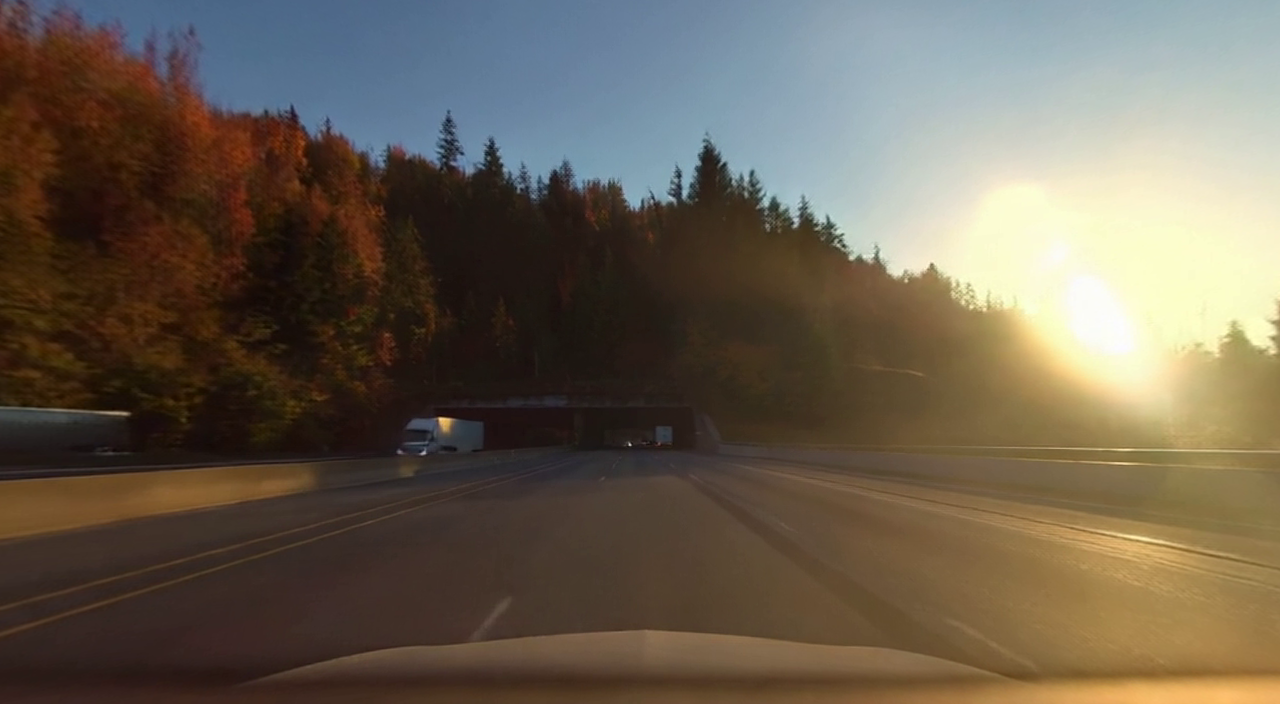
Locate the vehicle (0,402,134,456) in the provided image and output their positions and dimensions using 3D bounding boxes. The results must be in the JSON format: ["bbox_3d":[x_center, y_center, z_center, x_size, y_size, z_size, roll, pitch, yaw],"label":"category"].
[{"bbox_3d":[-47.279,5.591,45.534,3.037,3.868,17.413,-3,-8,19],"label":"vehicle"}]

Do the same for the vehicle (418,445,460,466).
[{"bbox_3d":[-15.382,7.943,48.382,1.757,1.521,4.154,0,-8,1],"label":"vehicle"}]
